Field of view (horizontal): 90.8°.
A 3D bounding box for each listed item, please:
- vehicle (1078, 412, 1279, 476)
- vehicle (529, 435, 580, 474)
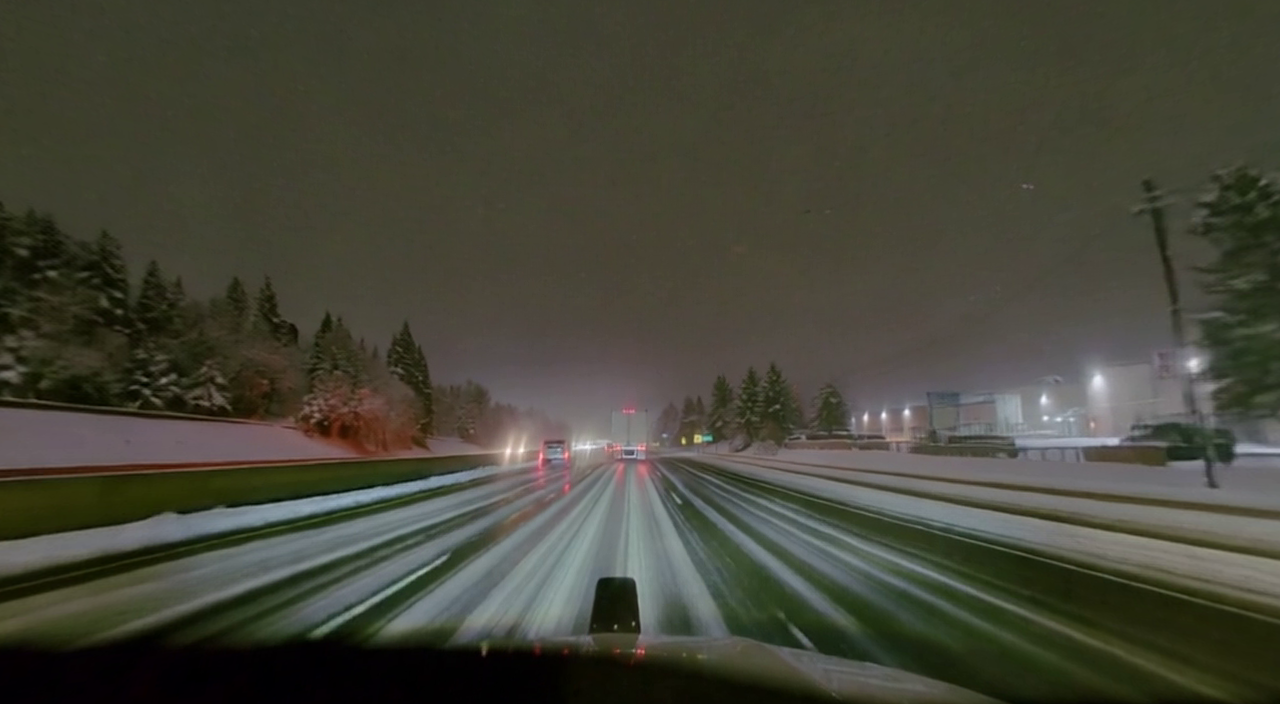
[{"bbox_3d":[37.181,6.403,44.270,2.828,3.959,9.966,4,-9,-33],"label":"vehicle"},{"bbox_3d":[-4.564,5.558,34.411,2.095,1.930,4.680,0,-8,0],"label":"vehicle"}]
